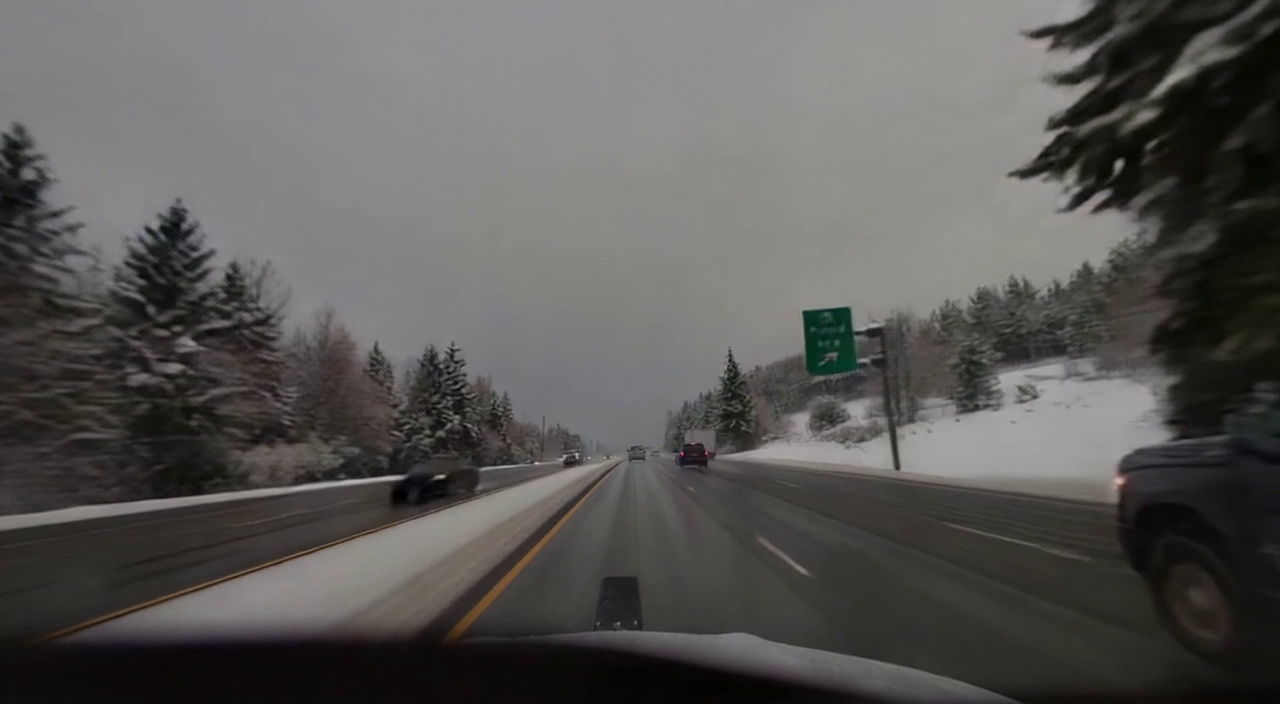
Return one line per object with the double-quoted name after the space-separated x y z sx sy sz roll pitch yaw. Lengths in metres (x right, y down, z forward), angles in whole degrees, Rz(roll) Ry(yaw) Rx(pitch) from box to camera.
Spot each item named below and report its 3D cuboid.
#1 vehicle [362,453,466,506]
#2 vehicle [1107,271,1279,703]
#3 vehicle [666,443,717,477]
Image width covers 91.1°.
-7.158 4.041 20.387 1.941 1.469 4.011 0 -9 -1 "vehicle"
3.735 0.433 1.208 1.981 1.984 4.623 0 -9 -1 "vehicle"
2.613 5.653 33.227 2.123 1.620 4.959 0 -9 -1 "vehicle"
